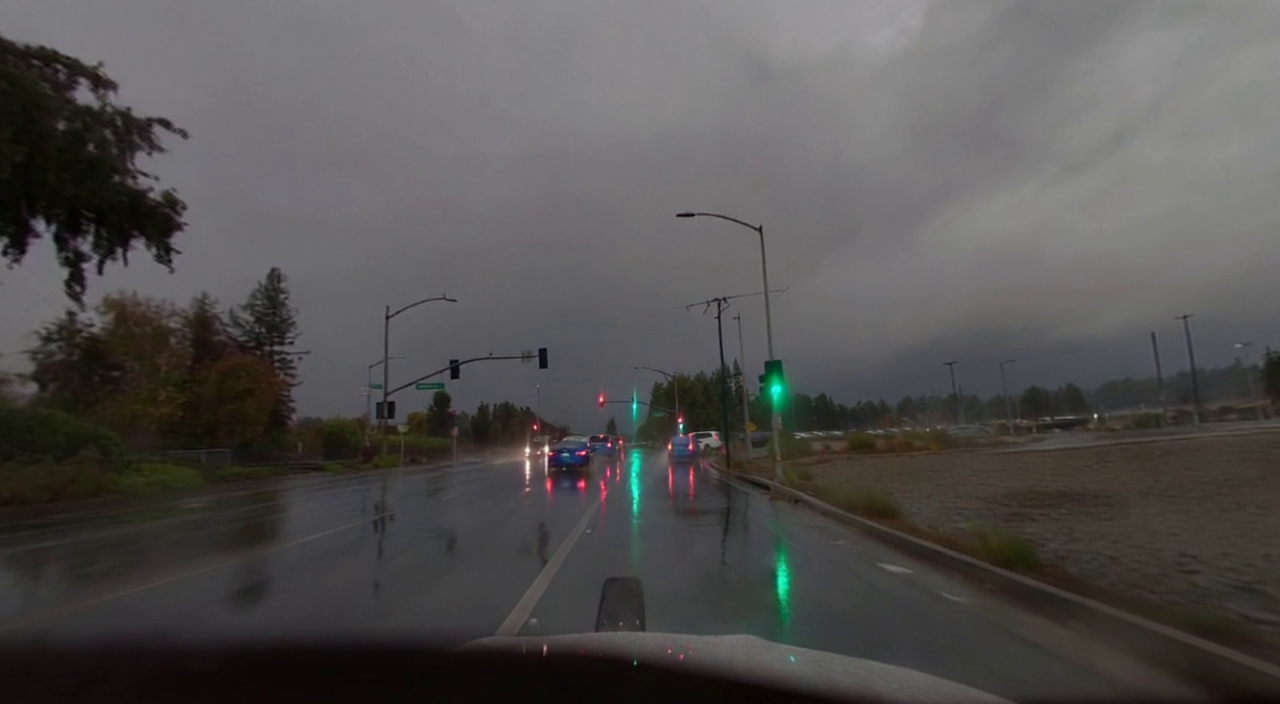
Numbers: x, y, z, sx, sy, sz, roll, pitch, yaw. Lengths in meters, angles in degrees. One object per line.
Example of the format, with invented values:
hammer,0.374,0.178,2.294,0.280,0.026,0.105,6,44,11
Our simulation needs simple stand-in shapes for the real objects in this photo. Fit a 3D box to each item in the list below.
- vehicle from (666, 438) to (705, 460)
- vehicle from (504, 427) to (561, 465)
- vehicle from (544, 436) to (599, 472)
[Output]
vehicle,3.079,6.455,42.104,1.945,1.410,4.284,-2,-9,13
vehicle,-6.139,5.484,36.786,2.390,2.020,5.085,0,-9,0
vehicle,-2.997,4.591,28.537,1.979,1.492,3.930,0,-9,1
